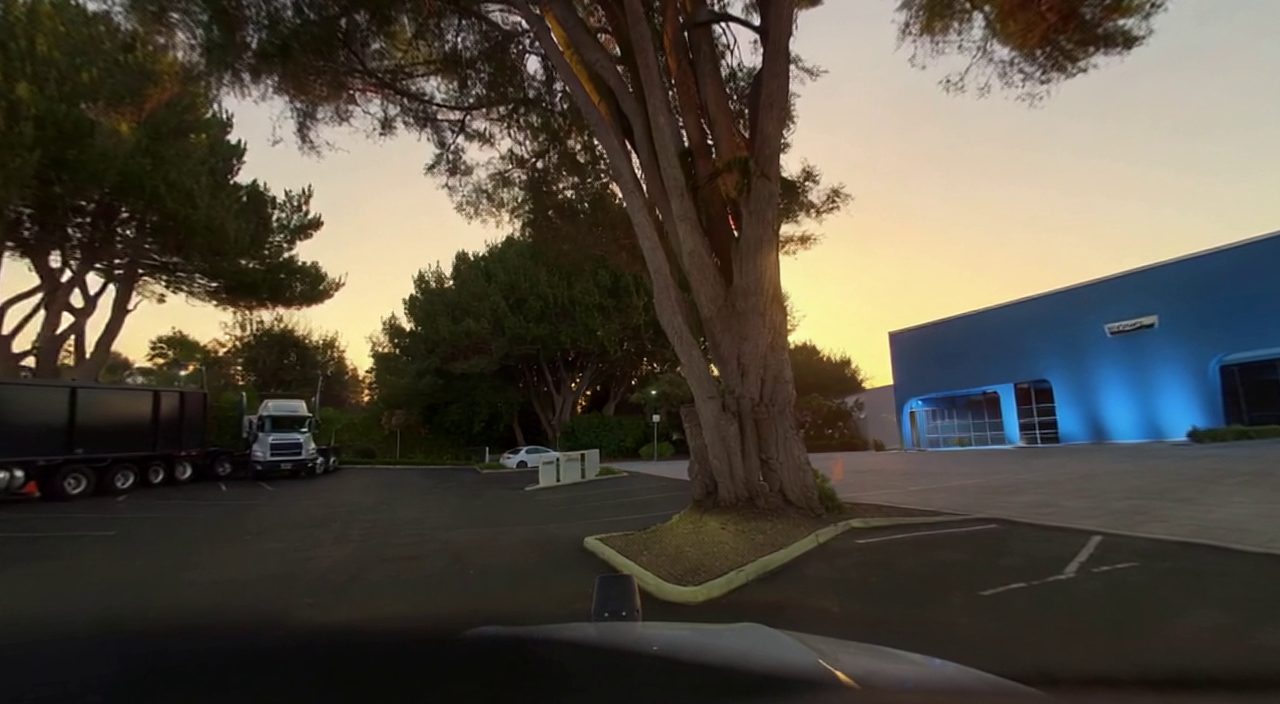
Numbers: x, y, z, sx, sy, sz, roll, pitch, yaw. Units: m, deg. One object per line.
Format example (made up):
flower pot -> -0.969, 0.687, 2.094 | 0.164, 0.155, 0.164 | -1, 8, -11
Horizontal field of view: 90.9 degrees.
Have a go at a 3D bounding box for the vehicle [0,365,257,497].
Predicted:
vehicle -> -19.615, 3.095, 23.677 | 11.906, 4.069, 2.948 | -5, -10, 28

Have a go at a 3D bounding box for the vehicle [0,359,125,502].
vehicle -> -21.924, 2.741, 20.991 | 11.512, 3.871, 3.038 | -5, -10, 29

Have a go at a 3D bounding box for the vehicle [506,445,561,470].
vehicle -> -6.732, 6.700, 40.109 | 1.809, 1.506, 3.473 | -4, -10, 24
